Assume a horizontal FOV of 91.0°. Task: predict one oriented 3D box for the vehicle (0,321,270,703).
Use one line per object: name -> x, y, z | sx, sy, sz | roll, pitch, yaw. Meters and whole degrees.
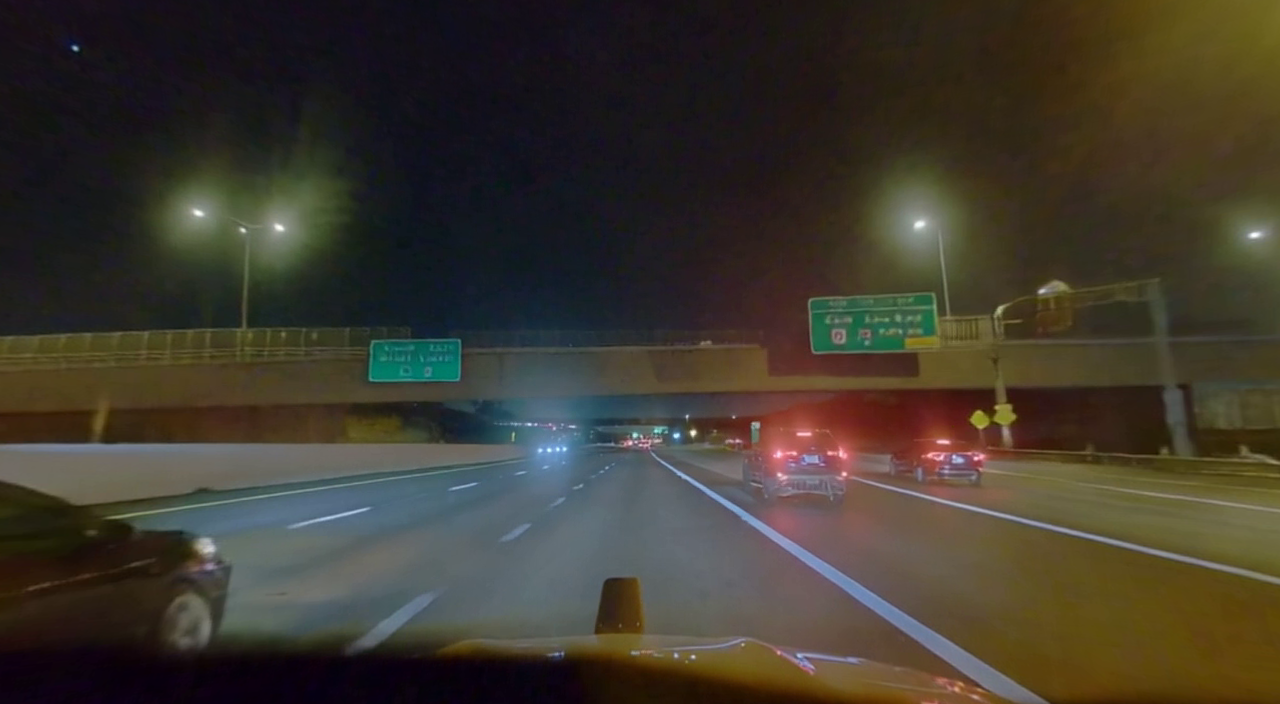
vehicle -> -3.396, 0.644, 1.448 | 2.203, 1.734, 4.600 | 0, -9, 1
